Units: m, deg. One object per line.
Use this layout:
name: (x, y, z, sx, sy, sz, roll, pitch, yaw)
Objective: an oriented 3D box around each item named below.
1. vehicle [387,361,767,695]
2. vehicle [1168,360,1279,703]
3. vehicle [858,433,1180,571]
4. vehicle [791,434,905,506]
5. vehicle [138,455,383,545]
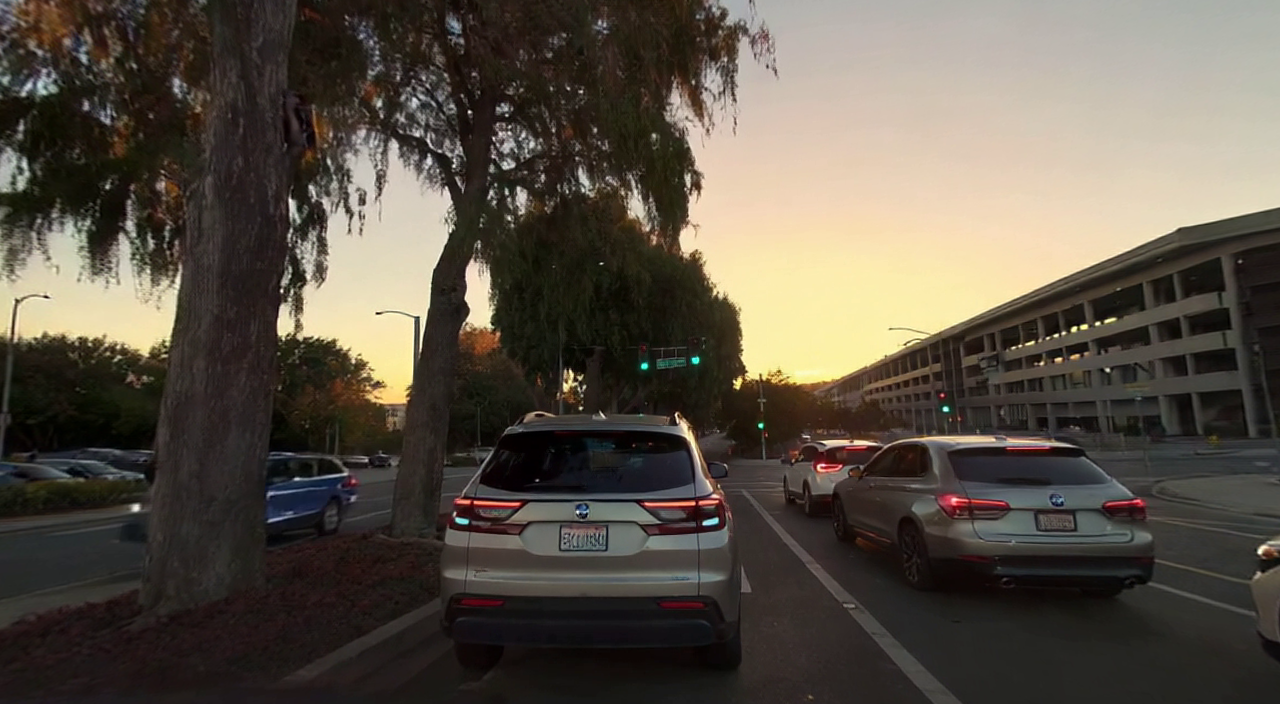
vehicle: (-0.208, 1.237, 5.565, 2.021, 1.742, 4.295, -1, -8, 4)
vehicle: (4.047, 0.615, 1.109, 1.993, 1.719, 4.953, 0, -8, 1)
vehicle: (4.904, 1.971, 9.174, 1.963, 1.480, 4.553, 0, -8, 2)
vehicle: (5.322, 3.034, 16.717, 1.994, 1.638, 4.100, -1, -9, 6)
vehicle: (-7.763, 3.028, 13.662, 2.163, 1.500, 4.753, -1, -8, 3)
